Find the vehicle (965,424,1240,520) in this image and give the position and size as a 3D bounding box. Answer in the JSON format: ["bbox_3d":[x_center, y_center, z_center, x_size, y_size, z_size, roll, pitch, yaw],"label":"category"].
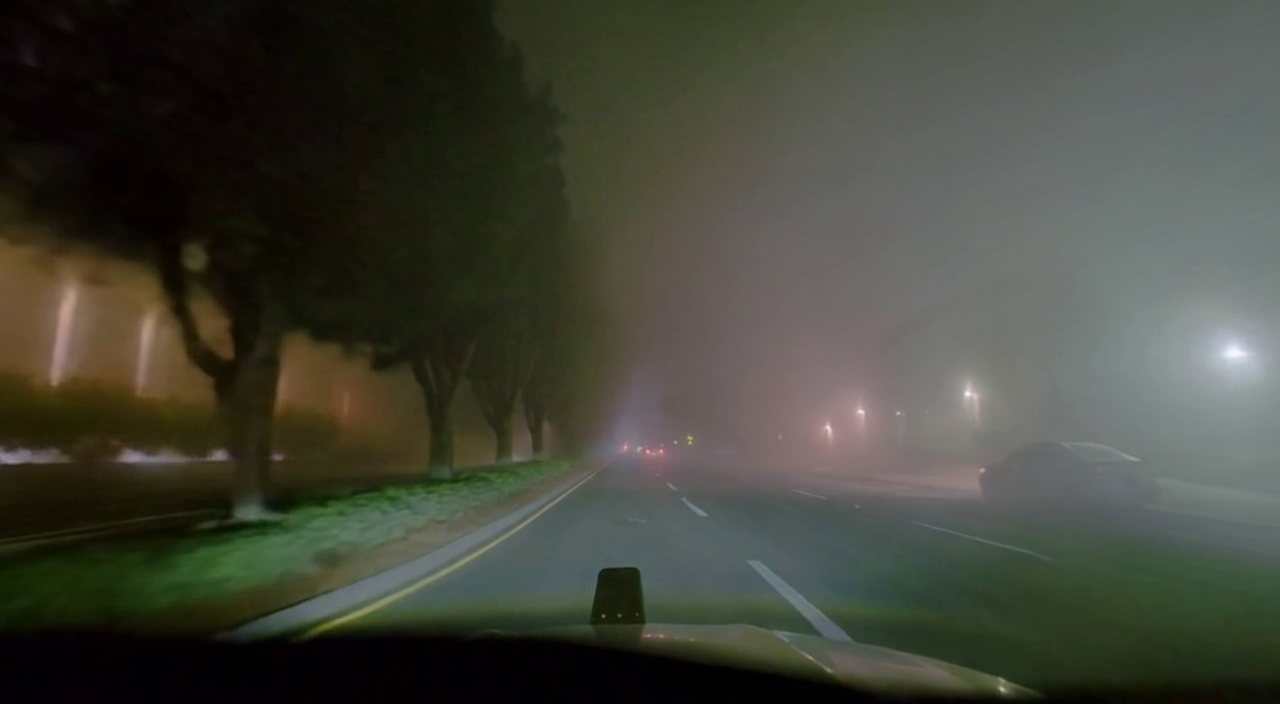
[{"bbox_3d":[9.782,2.571,14.105,2.065,1.732,5.036,1,-9,-4],"label":"vehicle"}]
